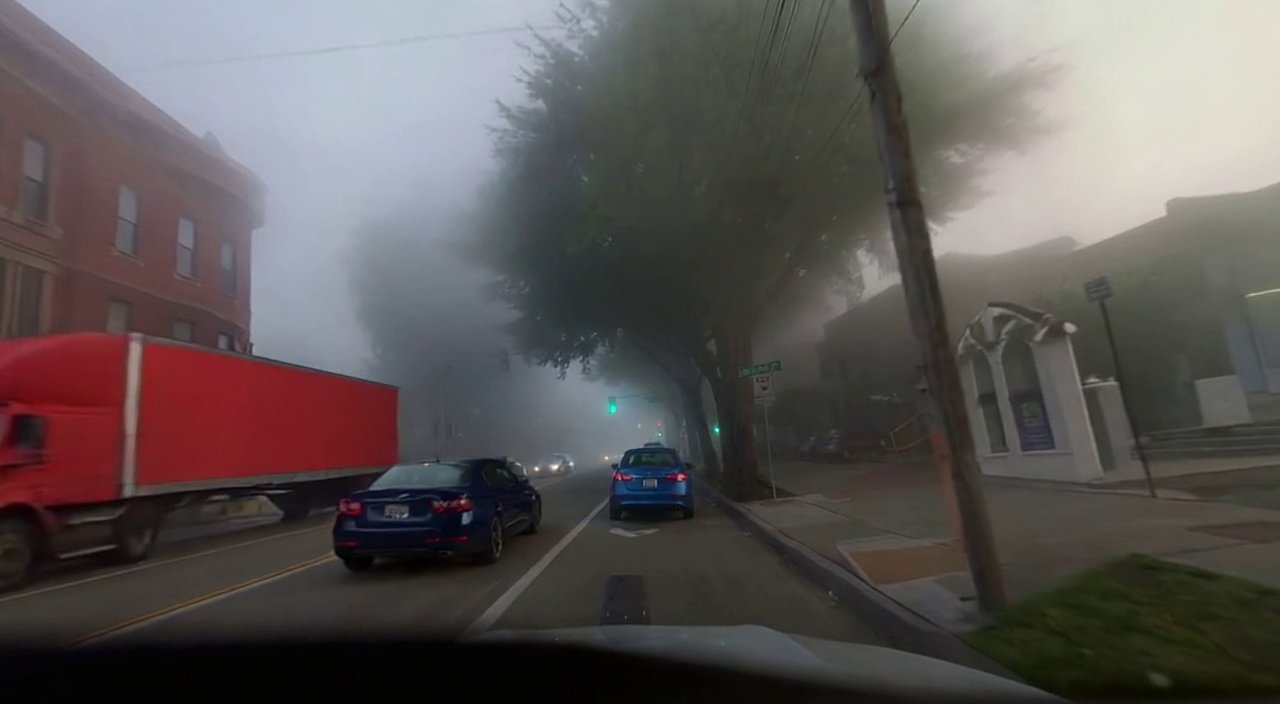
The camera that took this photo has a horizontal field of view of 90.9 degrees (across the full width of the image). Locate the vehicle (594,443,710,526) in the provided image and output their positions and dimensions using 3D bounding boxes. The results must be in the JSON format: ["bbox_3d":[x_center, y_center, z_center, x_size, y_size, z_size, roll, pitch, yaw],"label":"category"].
[{"bbox_3d":[0.229,2.683,13.381,2.094,1.478,3.922,0,-8,1],"label":"vehicle"}]

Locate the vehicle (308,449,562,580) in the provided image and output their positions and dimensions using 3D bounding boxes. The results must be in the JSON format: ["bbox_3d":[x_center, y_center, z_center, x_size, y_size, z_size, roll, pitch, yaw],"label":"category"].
[{"bbox_3d":[-2.639,2.223,9.629,2.099,1.424,4.843,0,-8,2],"label":"vehicle"}]

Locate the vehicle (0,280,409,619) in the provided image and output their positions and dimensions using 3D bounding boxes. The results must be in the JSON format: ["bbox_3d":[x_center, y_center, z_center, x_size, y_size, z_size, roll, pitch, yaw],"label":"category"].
[{"bbox_3d":[-8.632,1.930,13.136,2.986,3.933,11.600,0,-8,1],"label":"vehicle"}]
